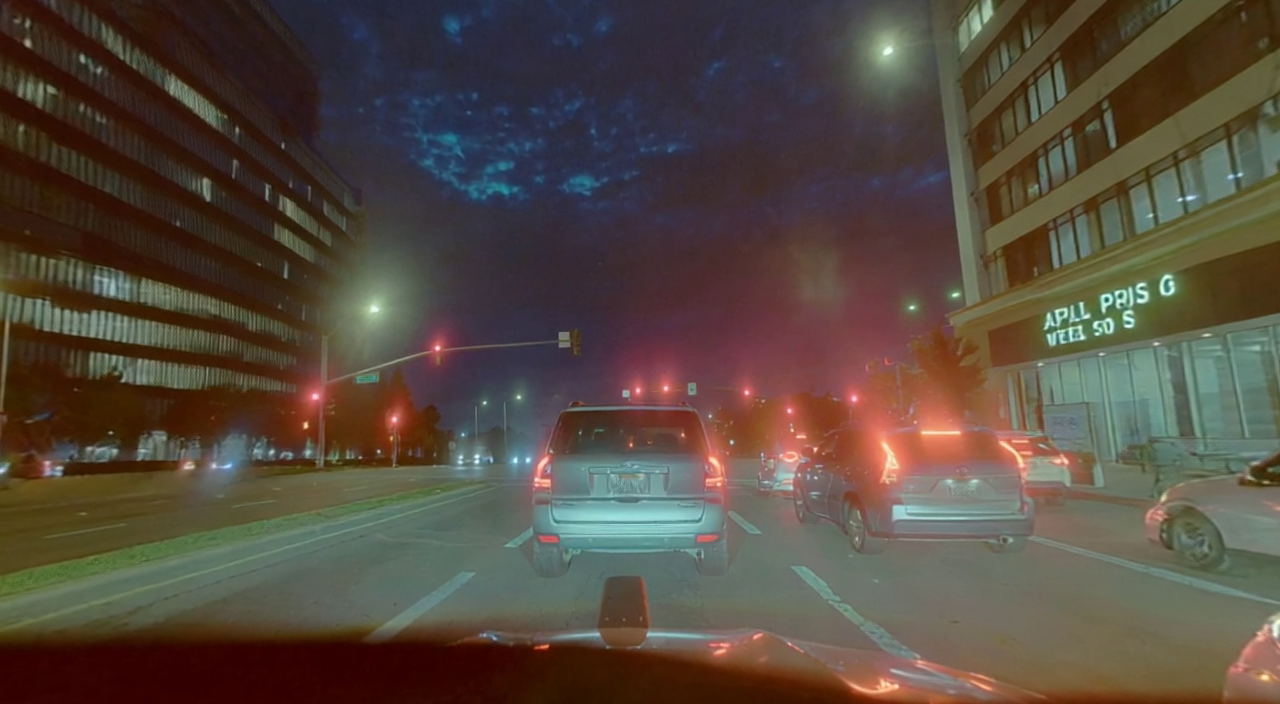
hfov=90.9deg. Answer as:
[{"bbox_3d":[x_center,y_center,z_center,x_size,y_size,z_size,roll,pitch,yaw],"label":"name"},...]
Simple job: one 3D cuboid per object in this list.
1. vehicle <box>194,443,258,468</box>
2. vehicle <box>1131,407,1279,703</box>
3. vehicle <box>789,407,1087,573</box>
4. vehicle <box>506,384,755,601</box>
[{"bbox_3d":[-27.412,6.871,41.880,1.693,1.563,3.716,0,-8,0],"label":"vehicle"},{"bbox_3d":[3.375,0.723,0.807,1.884,1.484,4.609,0,-8,2],"label":"vehicle"},{"bbox_3d":[3.629,1.758,8.801,2.036,1.719,4.318,0,-8,0],"label":"vehicle"},{"bbox_3d":[0.004,1.530,7.687,2.154,1.861,4.280,0,-8,3],"label":"vehicle"}]
